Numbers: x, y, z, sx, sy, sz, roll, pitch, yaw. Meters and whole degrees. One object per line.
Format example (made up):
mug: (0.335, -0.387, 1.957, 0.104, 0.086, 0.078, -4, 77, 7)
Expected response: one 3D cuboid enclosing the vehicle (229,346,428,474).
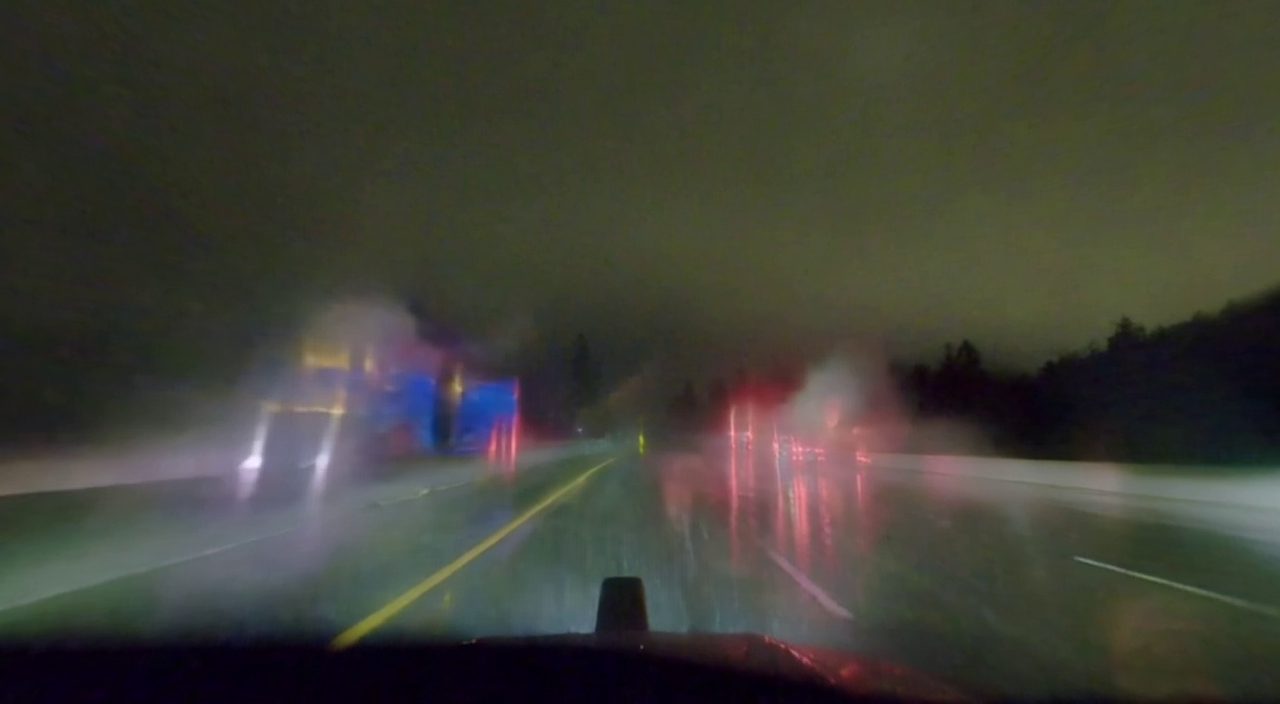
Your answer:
vehicle: (-11.058, 2.379, 23.720, 3.054, 3.972, 8.029, 0, -8, 2)
